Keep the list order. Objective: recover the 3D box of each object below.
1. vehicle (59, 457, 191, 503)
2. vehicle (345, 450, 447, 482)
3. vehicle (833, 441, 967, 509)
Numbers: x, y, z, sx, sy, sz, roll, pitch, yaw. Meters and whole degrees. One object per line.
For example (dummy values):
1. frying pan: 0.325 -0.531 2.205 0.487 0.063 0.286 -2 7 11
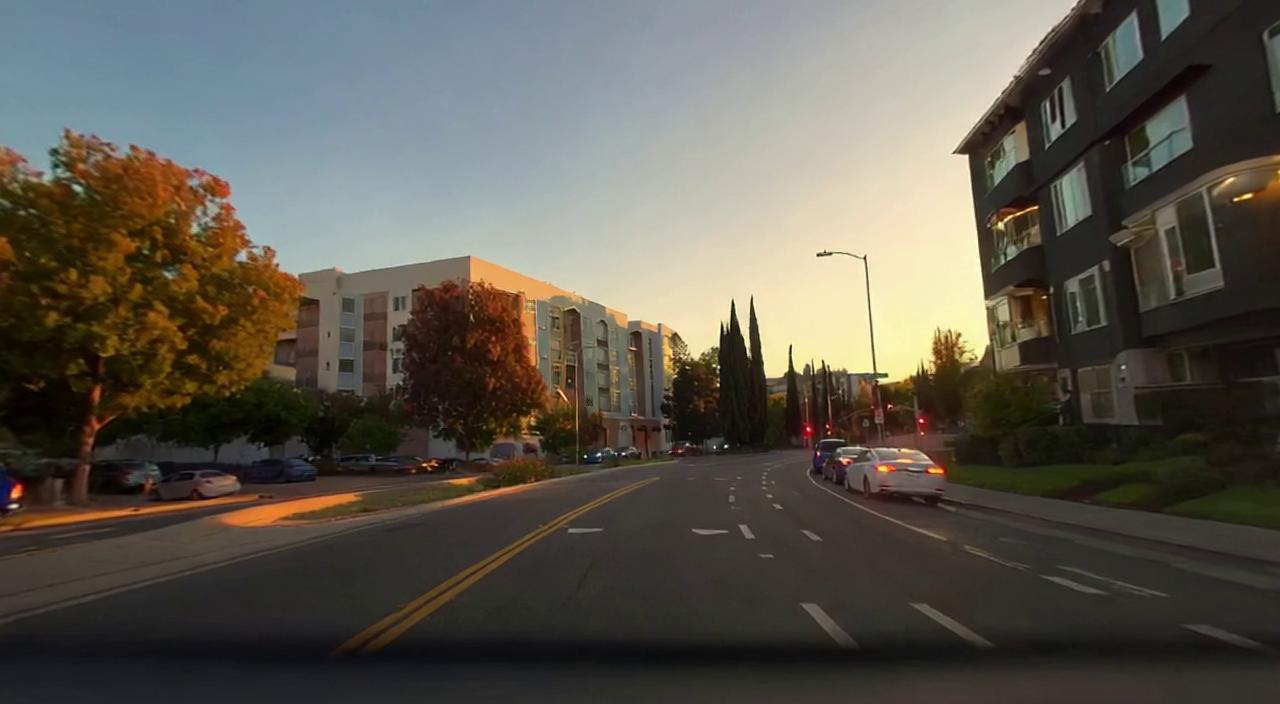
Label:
1. vehicle: -22.820 5.624 28.057 4.586 1.836 2.034 -2 -9 14
2. vehicle: -16.557 7.699 42.965 6.006 1.964 2.474 -1 -10 14
3. vehicle: 6.645 3.150 16.823 2.077 1.502 4.902 -1 -9 8
